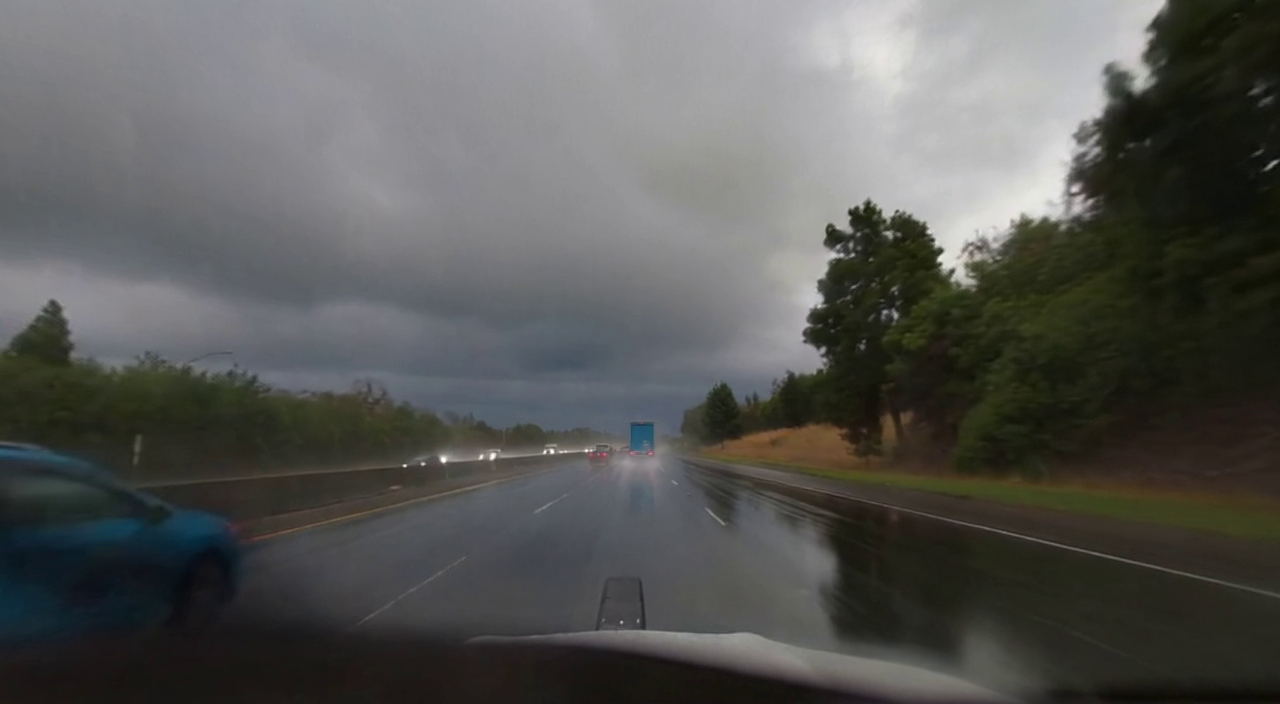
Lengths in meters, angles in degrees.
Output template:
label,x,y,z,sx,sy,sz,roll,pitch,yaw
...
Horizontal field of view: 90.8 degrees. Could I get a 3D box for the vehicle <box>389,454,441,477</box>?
label,x,y,z,sx,sy,sz,roll,pitch,yaw
vehicle,-15.861,8.003,44.691,1.970,1.474,4.595,0,-9,0

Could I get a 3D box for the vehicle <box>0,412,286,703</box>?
label,x,y,z,sx,sy,sz,roll,pitch,yaw
vehicle,-4.227,1.138,3.528,2.051,1.537,4.111,0,-9,0
